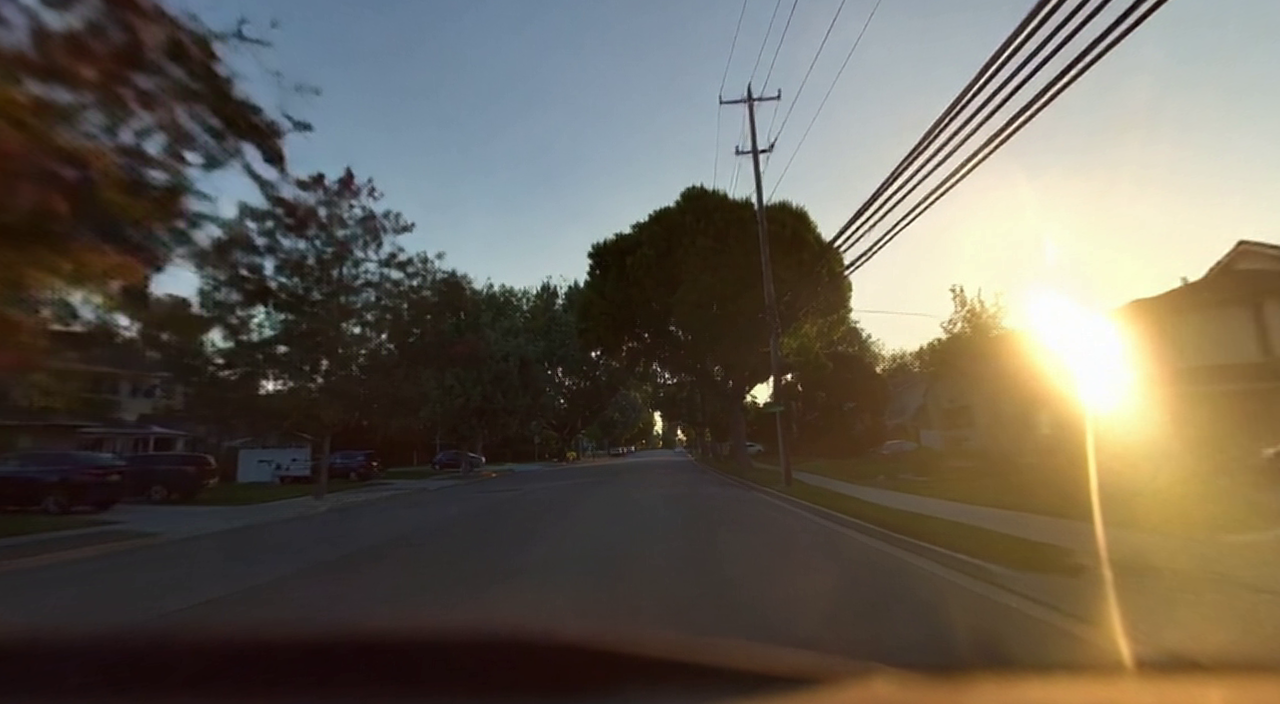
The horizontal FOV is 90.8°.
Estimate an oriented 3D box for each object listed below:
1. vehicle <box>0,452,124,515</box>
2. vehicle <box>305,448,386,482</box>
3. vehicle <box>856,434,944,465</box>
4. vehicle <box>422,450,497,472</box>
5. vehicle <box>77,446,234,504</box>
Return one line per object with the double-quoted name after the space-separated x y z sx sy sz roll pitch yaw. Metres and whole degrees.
-16.799 3.422 16.715 4.519 1.508 2.018 0 -9 1 "vehicle"
-15.264 5.867 33.088 1.816 1.614 4.866 0 -8 1 "vehicle"
14.551 5.469 35.485 4.078 1.516 1.798 -3 -9 3 "vehicle"
-12.666 7.673 44.463 4.718 1.454 1.843 -1 -9 6 "vehicle"
-15.542 3.940 20.314 4.265 1.583 1.913 -6 -9 19 "vehicle"
